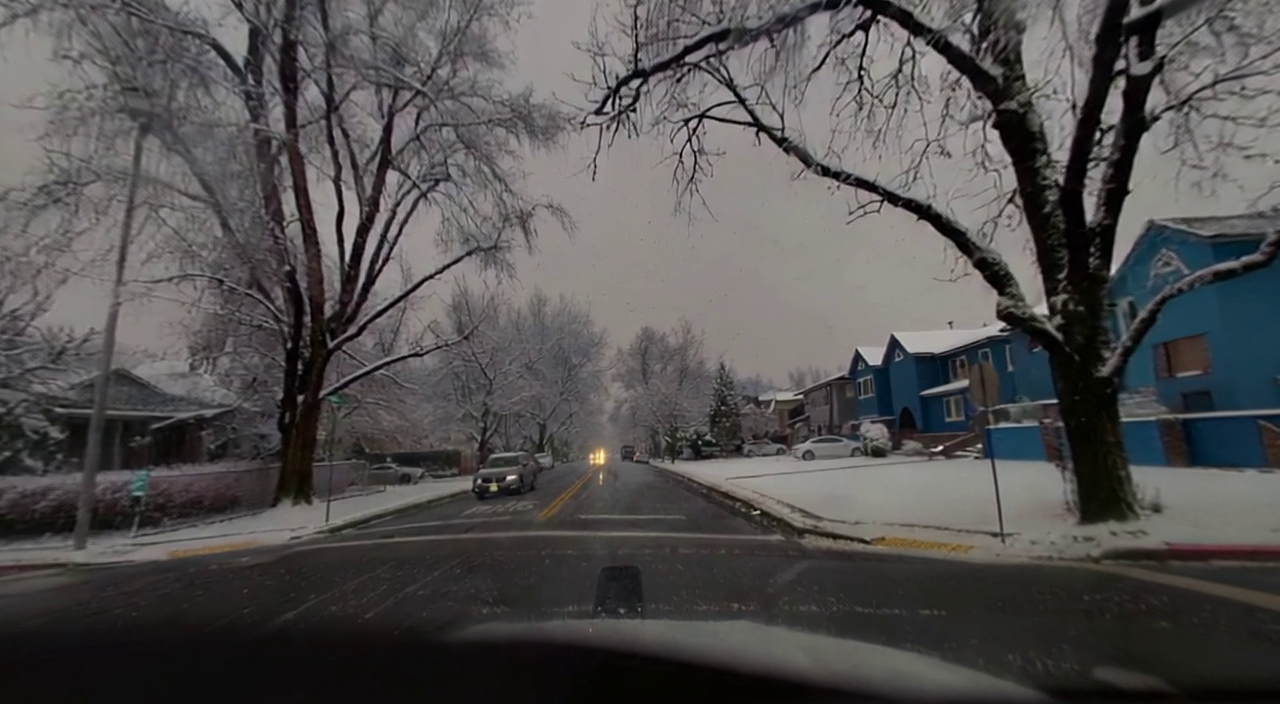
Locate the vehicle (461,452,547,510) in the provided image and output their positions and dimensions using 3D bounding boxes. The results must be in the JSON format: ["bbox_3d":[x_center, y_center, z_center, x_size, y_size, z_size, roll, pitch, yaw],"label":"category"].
[{"bbox_3d":[-4.505,4.326,21.642,1.973,1.683,4.400,0,-8,0],"label":"vehicle"}]

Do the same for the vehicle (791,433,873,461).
[{"bbox_3d":[11.407,5.672,37.837,4.389,1.480,2.038,-2,-6,8],"label":"vehicle"}]

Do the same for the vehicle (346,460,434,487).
[{"bbox_3d":[-14.920,7.258,37.748,4.487,1.464,1.889,-3,-11,8],"label":"vehicle"}]
